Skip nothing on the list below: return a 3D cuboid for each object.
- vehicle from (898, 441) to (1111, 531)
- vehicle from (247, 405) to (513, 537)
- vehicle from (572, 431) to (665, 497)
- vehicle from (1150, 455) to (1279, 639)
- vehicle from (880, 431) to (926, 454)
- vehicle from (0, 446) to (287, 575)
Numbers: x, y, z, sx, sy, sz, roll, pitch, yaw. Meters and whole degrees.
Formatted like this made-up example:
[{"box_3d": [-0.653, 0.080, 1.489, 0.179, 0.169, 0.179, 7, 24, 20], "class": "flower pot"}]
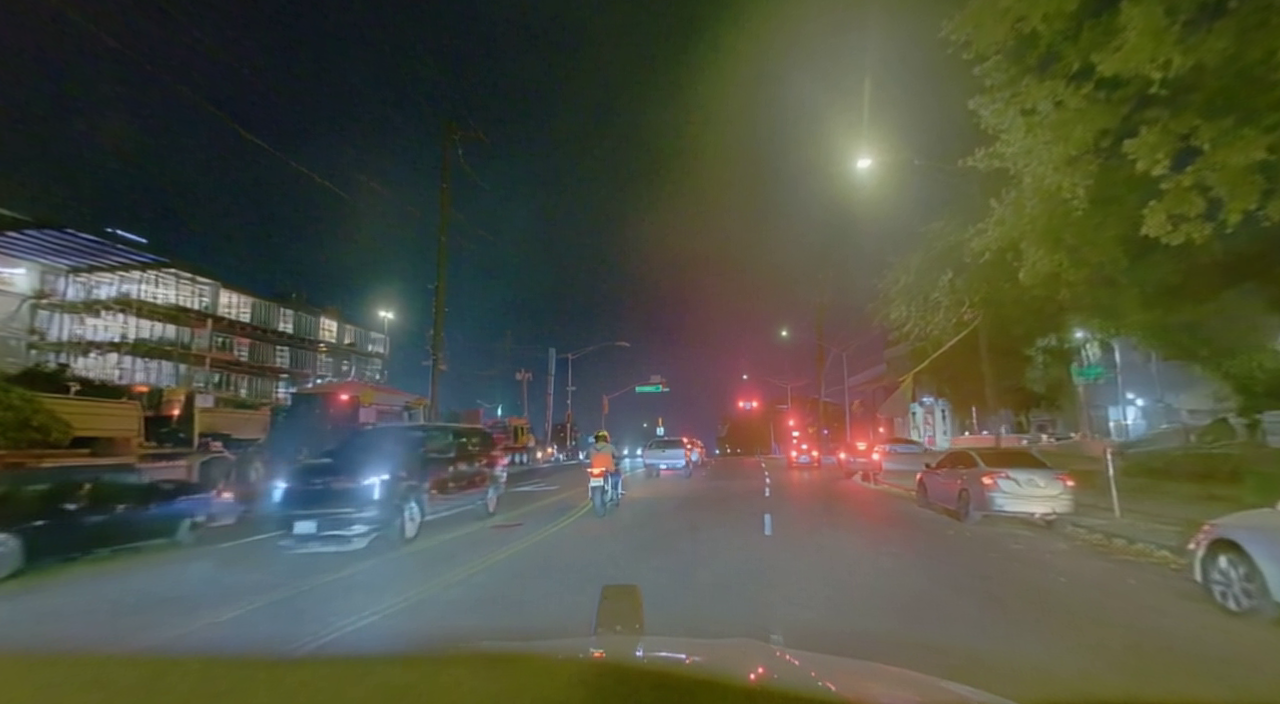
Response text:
[{"box_3d": [6.940, 2.552, 12.740, 1.973, 1.457, 4.522, -1, -8, 6], "class": "vehicle"}, {"box_3d": [-4.460, 2.197, 12.356, 2.222, 1.911, 5.988, -1, -8, 5], "class": "vehicle"}, {"box_3d": [-0.458, 3.076, 17.755, 1.925, 1.602, 4.090, -1, -8, 8], "class": "vehicle"}, {"box_3d": [5.942, 1.331, 4.043, 1.891, 1.442, 4.560, -2, -13, 6], "class": "vehicle"}, {"box_3d": [20.540, 7.120, 49.572, 1.918, 1.732, 4.650, -1, -8, 5], "class": "vehicle"}, {"box_3d": [-7.898, 2.163, 9.649, 1.932, 1.429, 4.766, -1, -8, 5], "class": "vehicle"}]
